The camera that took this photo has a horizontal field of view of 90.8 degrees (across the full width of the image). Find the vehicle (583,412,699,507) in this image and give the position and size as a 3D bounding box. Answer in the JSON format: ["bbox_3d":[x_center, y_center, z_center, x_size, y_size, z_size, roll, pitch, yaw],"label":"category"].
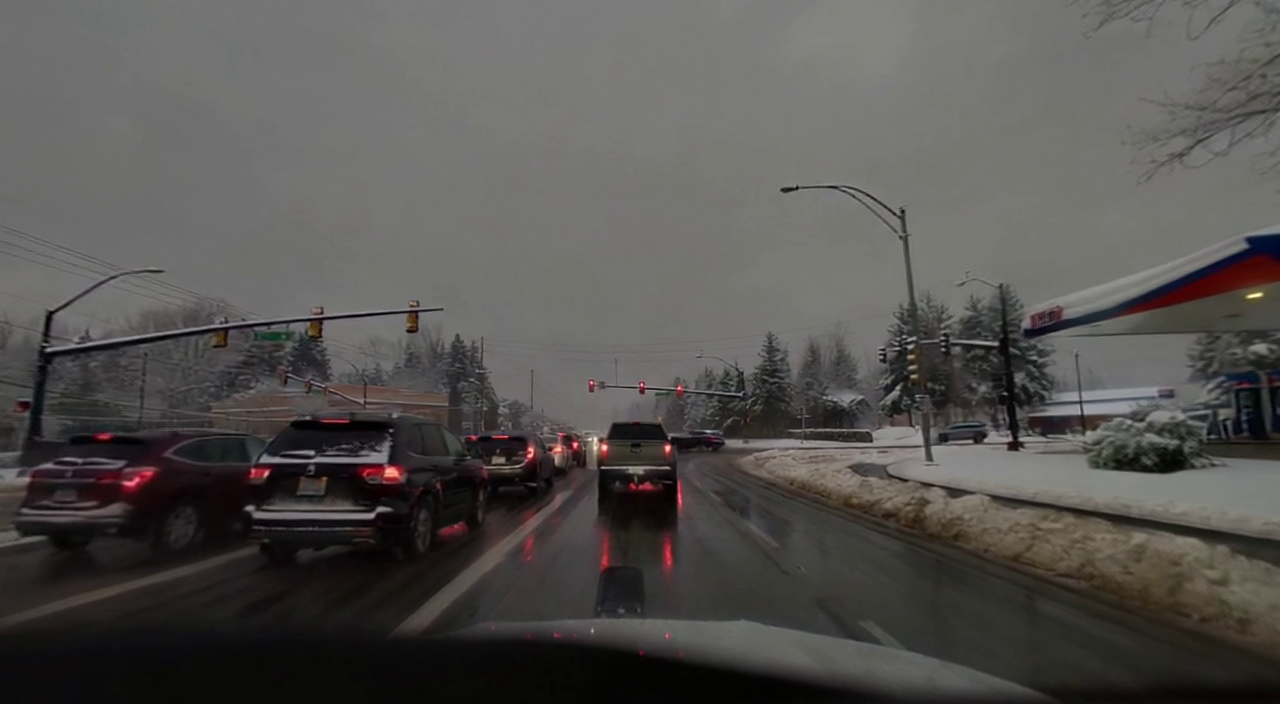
[{"bbox_3d":[0.011,2.456,14.746,2.224,1.819,5.005,0,-9,0],"label":"vehicle"}]

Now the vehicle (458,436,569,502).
[{"bbox_3d":[-3.013,2.895,16.018,1.881,1.424,4.098,0,-9,1],"label":"vehicle"}]

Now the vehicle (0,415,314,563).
[{"bbox_3d":[-6.441,1.779,8.825,1.790,1.605,3.696,0,-9,0],"label":"vehicle"}]

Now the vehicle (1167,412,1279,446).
[{"bbox_3d":[36.019,4.693,38.455,5.782,1.950,2.225,-1,-8,0],"label":"vehicle"}]

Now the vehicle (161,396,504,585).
[{"bbox_3d":[-3.288,1.585,7.985,2.096,1.718,4.266,0,-9,1],"label":"vehicle"}]
